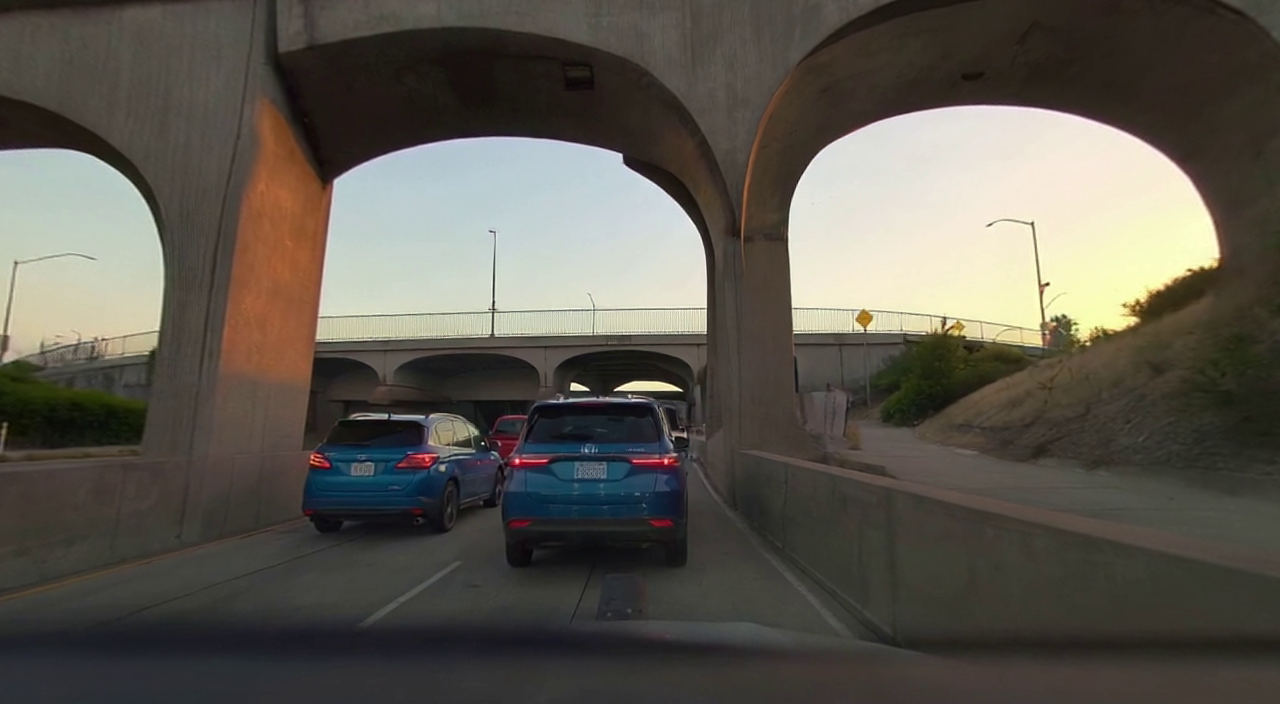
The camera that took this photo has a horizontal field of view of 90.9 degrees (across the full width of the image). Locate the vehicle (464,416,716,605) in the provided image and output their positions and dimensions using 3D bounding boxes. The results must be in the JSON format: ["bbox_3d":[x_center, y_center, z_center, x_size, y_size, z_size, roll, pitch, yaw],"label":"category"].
[{"bbox_3d":[-0.286,1.569,7.143,2.020,1.478,4.092,-1,-8,3],"label":"vehicle"}]

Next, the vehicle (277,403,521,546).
[{"bbox_3d":[-3.444,1.861,10.199,2.017,1.761,4.572,-1,-8,2],"label":"vehicle"}]
